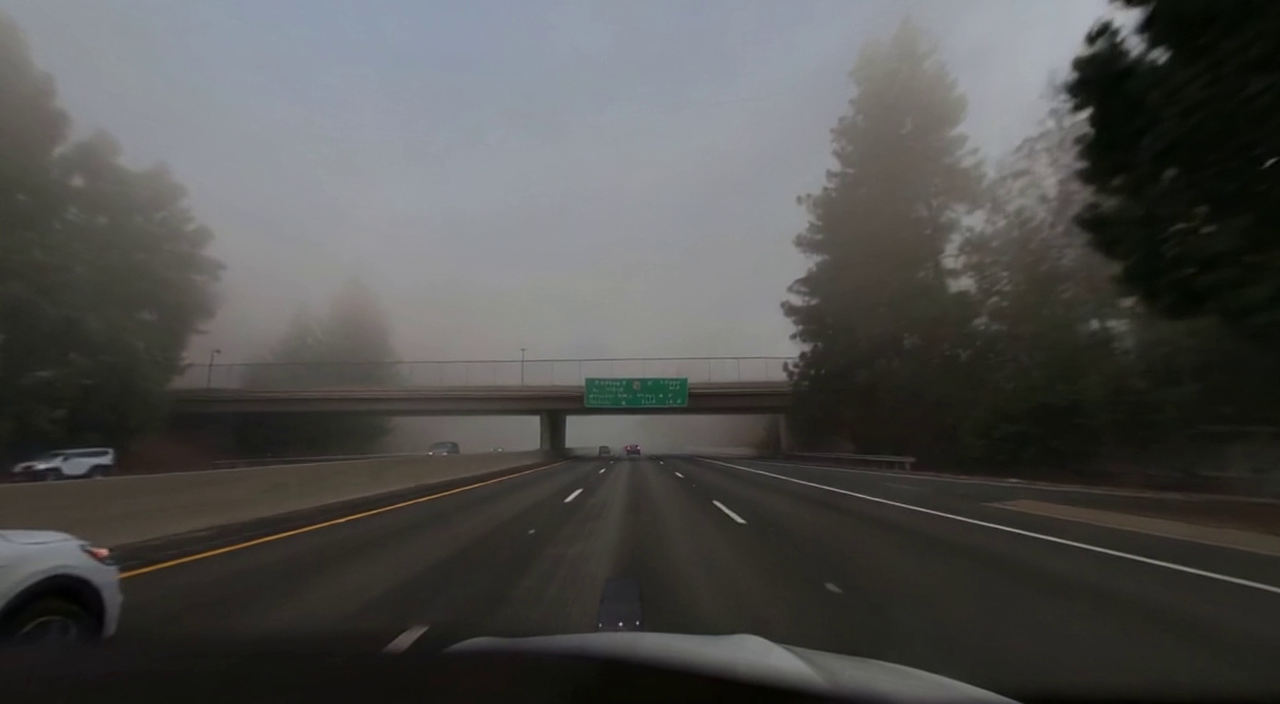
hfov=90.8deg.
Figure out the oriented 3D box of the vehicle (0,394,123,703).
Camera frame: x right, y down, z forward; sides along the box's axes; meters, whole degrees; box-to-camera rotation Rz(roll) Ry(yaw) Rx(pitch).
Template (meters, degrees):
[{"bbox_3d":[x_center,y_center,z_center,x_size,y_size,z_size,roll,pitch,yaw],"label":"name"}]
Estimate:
[{"bbox_3d":[-3.653,0.719,1.003,2.050,1.547,4.266,0,-9,0],"label":"vehicle"}]
